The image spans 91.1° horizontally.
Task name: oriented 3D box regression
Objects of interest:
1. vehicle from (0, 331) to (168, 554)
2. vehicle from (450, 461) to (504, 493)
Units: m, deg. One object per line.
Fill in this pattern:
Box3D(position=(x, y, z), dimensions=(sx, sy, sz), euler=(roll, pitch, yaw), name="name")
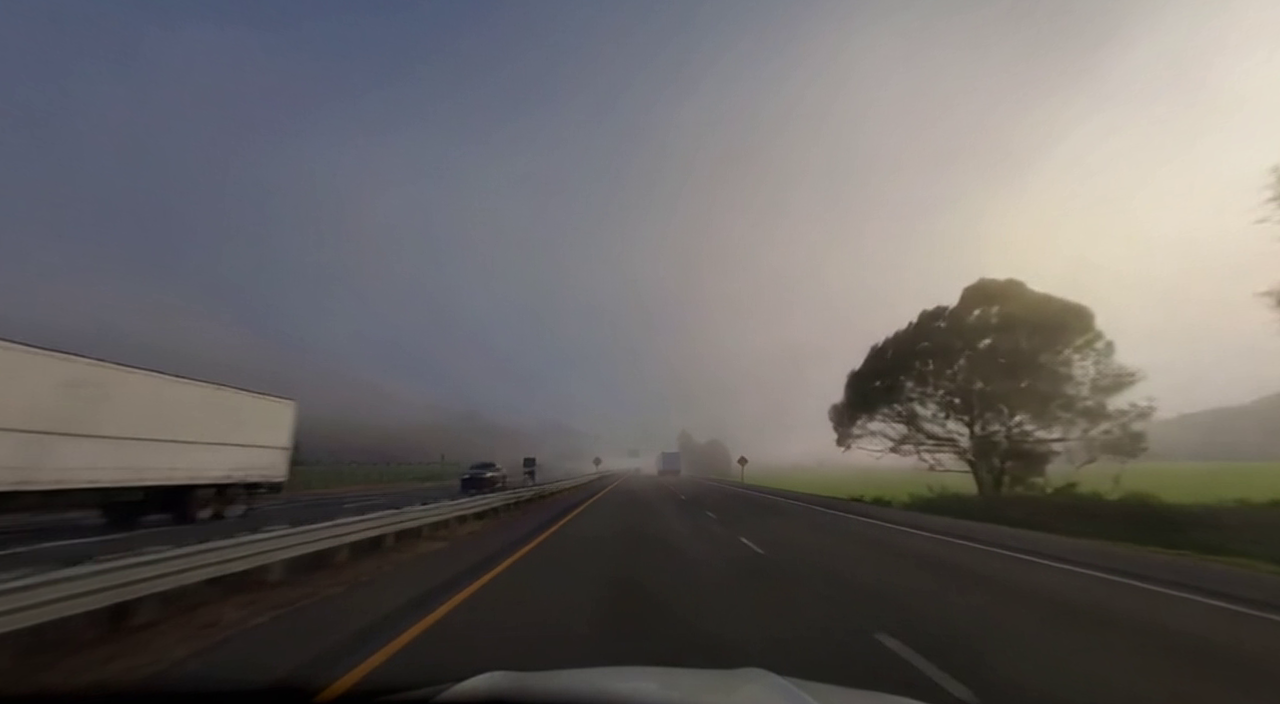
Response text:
Box3D(position=(-13.478, 1.109, 8.659), dimensions=(2.913, 4.108, 14.085), euler=(1, -10, 0), name="vehicle")
Box3D(position=(-9.486, 7.272, 36.815), dimensions=(1.971, 1.714, 4.230), euler=(1, -10, 0), name="vehicle")
